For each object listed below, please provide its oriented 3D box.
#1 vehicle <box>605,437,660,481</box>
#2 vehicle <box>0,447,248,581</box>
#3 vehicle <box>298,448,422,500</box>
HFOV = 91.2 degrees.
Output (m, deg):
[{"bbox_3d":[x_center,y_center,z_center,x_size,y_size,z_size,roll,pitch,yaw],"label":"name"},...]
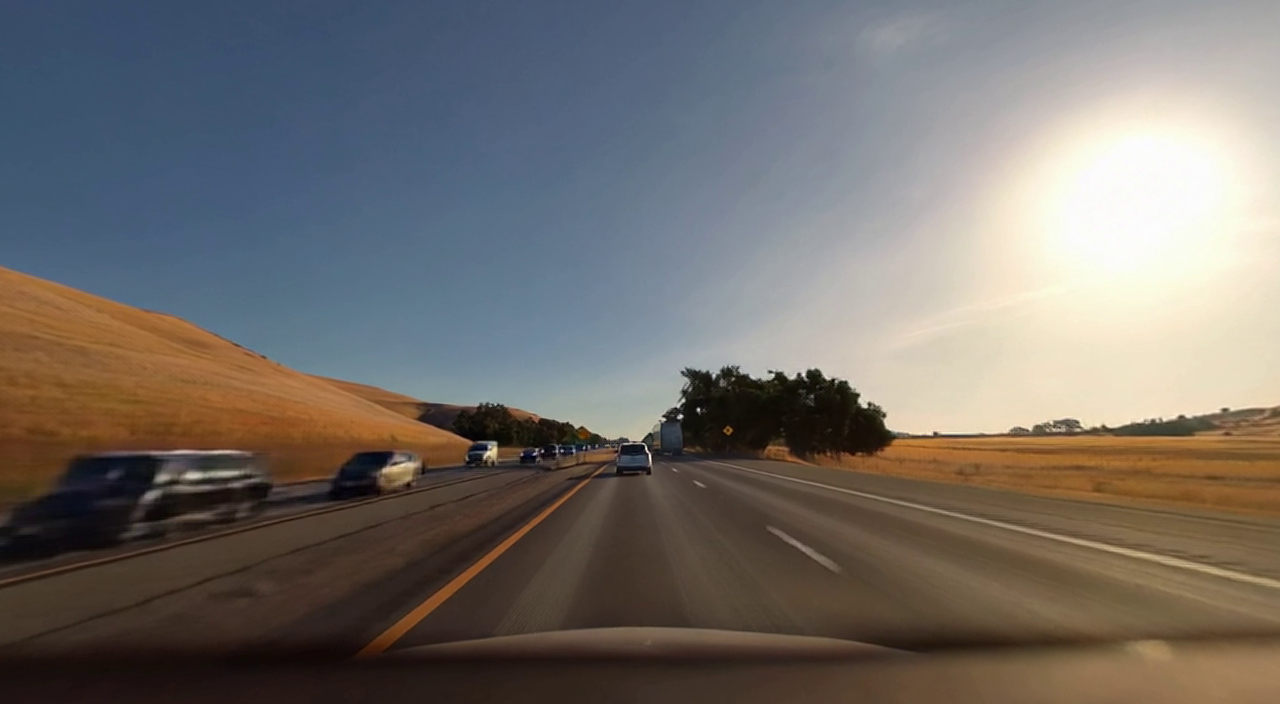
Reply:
[{"bbox_3d":[-0.299,4.114,24.257,1.971,1.518,4.108,0,-9,-1],"label":"vehicle"},{"bbox_3d":[-8.003,2.163,9.208,1.908,1.499,4.040,0,-9,-1],"label":"vehicle"},{"bbox_3d":[-9.005,3.923,20.639,2.005,1.493,4.505,-1,-9,0],"label":"vehicle"}]
